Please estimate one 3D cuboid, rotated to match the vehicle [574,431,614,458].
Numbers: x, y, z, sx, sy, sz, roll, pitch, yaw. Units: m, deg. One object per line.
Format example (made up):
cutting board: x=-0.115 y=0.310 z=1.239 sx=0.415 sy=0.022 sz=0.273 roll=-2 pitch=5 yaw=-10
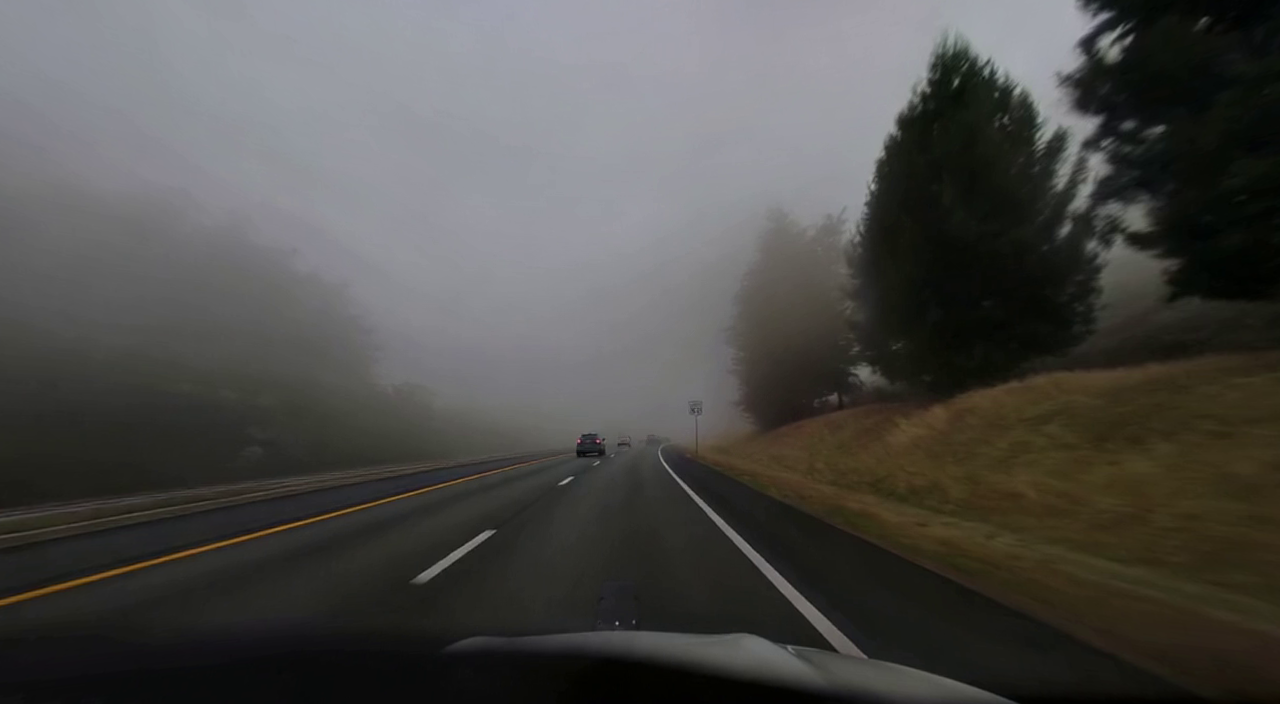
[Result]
vehicle: x=-2.845 y=5.855 z=40.092 sx=2.123 sy=1.629 sz=4.180 roll=0 pitch=-8 yaw=1
